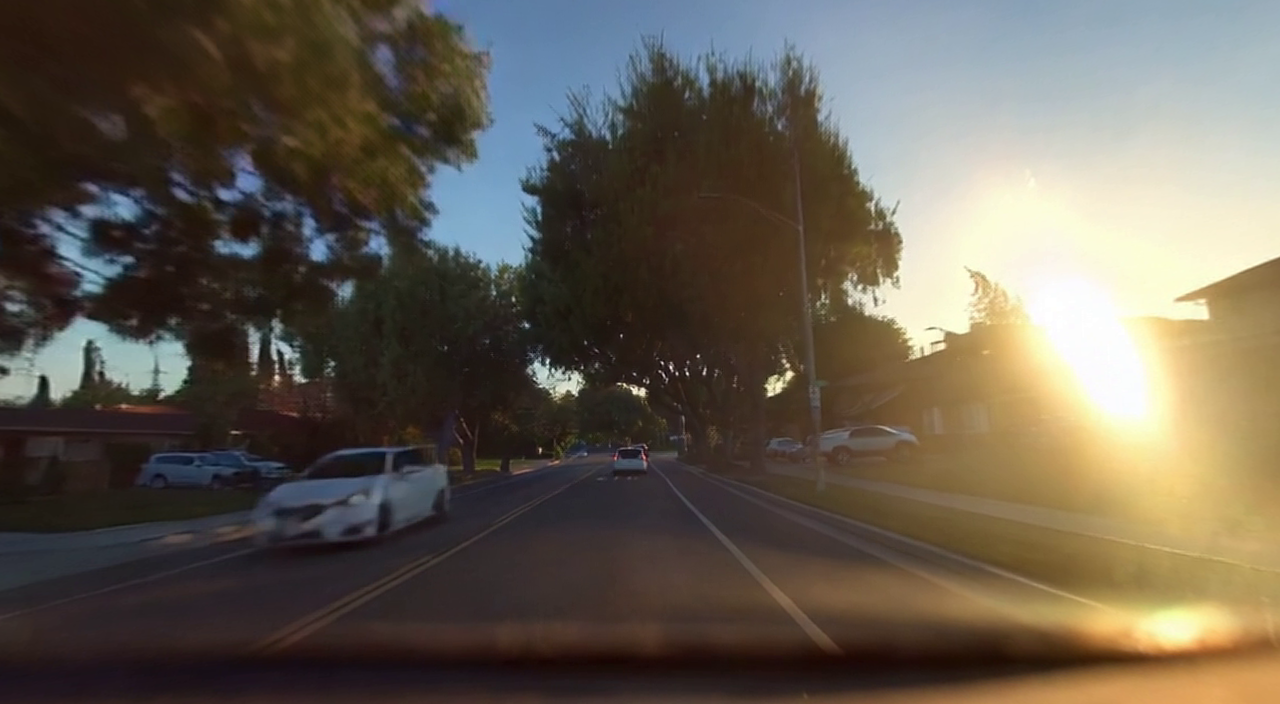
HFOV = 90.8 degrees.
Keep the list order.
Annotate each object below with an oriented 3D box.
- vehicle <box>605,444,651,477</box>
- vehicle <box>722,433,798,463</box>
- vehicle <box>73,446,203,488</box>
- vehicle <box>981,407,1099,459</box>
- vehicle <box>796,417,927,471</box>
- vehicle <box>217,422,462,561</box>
[{"bbox_3d":[-0.572,5.281,31.029,2.098,1.483,4.099,0,-9,-1],"label":"vehicle"},{"bbox_3d":[8.290,6.678,44.010,4.740,1.467,2.074,-6,-8,-3],"label":"vehicle"},{"bbox_3d":[-22.808,5.230,28.838,4.181,1.784,1.907,1,-9,-1],"label":"vehicle"},{"bbox_3d":[15.357,3.084,24.184,4.462,1.699,2.145,2,-9,-36],"label":"vehicle"},{"bbox_3d":[9.306,3.904,26.830,4.634,1.723,1.966,-5,-9,-3],"label":"vehicle"},{"bbox_3d":[-5.072,2.394,11.575,2.256,1.838,4.613,-4,-9,-1],"label":"vehicle"}]
